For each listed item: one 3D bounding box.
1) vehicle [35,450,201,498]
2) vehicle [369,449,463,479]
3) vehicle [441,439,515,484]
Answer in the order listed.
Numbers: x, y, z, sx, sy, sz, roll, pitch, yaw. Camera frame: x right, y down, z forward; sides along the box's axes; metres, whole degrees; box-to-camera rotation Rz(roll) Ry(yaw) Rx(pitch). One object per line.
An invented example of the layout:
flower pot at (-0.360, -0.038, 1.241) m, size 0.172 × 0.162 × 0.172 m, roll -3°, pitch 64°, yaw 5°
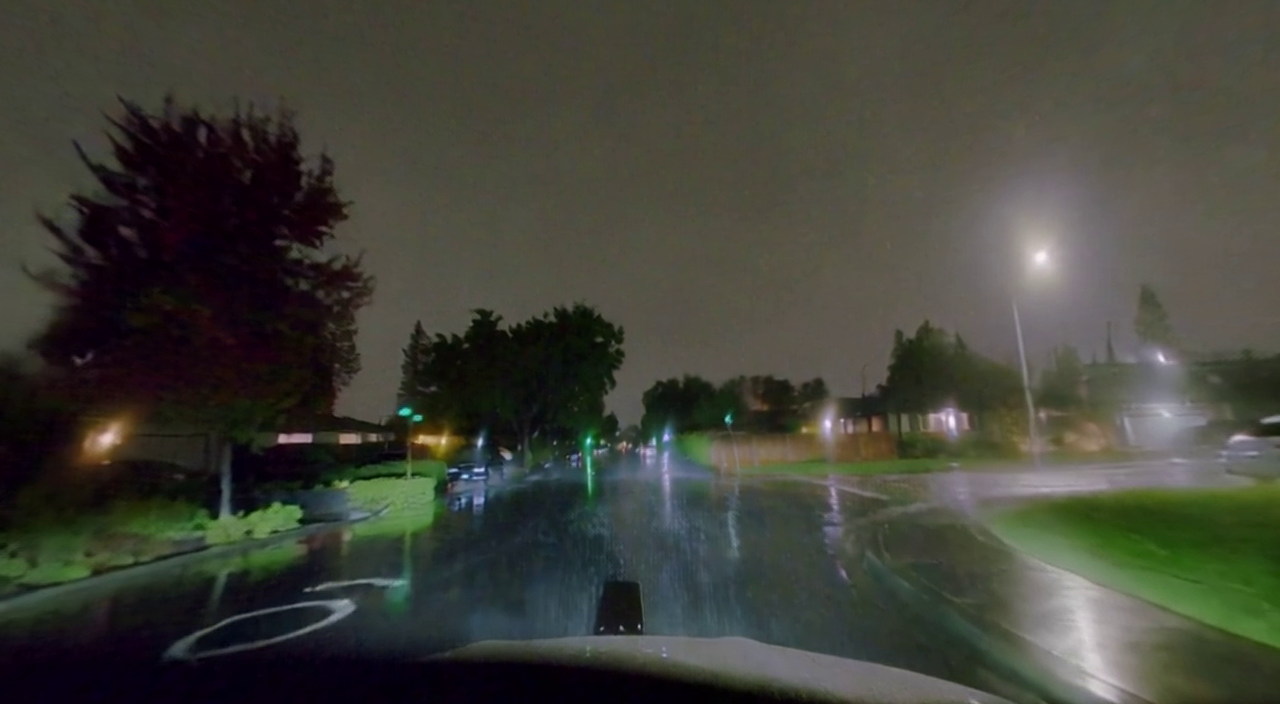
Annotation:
vehicle at (-18.106, 4.229, 22.059) m, size 4.147 × 1.423 × 1.875 m, roll 1°, pitch -6°, yaw 0°
vehicle at (-12.517, 6.249, 35.506) m, size 4.538 × 1.578 × 2.000 m, roll 0°, pitch -8°, yaw 1°
vehicle at (-7.528, 5.178, 29.941) m, size 2.091 × 1.912 × 4.598 m, roll 0°, pitch -10°, yaw 2°
